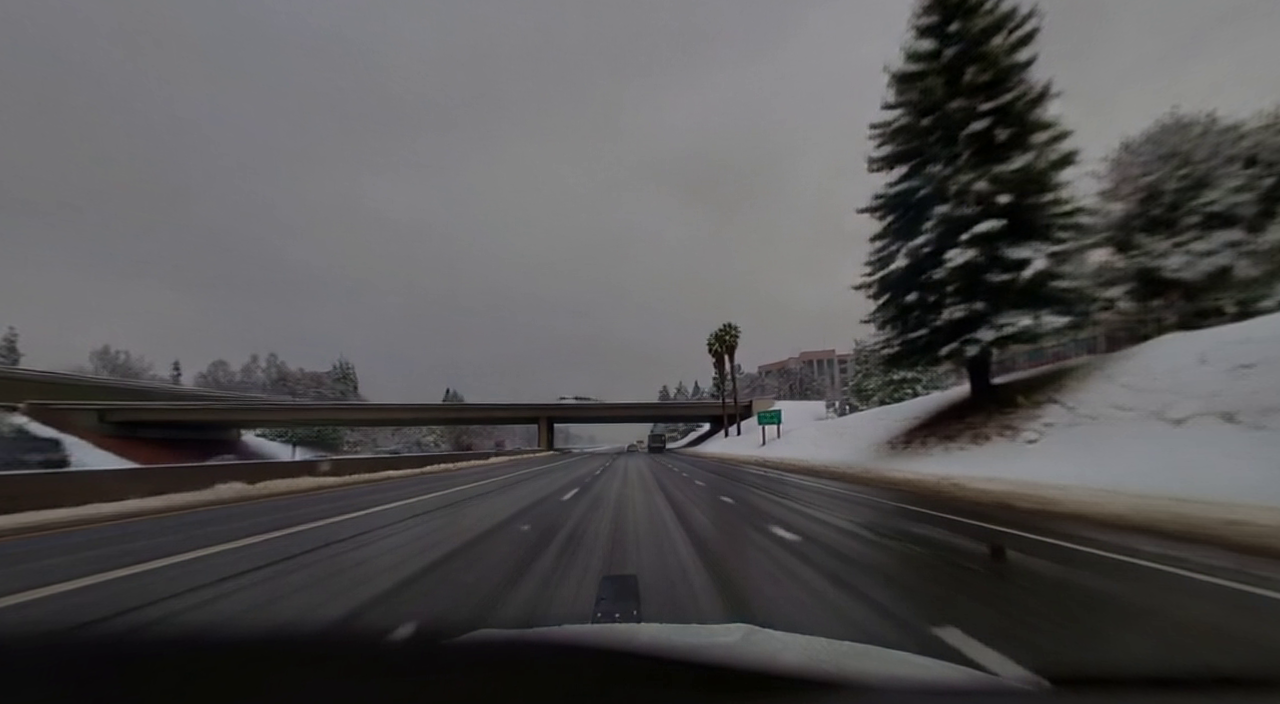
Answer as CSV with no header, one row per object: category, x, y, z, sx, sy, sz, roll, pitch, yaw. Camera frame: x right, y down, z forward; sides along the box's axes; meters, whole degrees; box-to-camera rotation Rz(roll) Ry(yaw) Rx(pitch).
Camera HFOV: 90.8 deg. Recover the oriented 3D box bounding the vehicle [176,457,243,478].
vehicle,-33.008,8.845,48.574,1.823,1.485,4.805,0,-8,-1
